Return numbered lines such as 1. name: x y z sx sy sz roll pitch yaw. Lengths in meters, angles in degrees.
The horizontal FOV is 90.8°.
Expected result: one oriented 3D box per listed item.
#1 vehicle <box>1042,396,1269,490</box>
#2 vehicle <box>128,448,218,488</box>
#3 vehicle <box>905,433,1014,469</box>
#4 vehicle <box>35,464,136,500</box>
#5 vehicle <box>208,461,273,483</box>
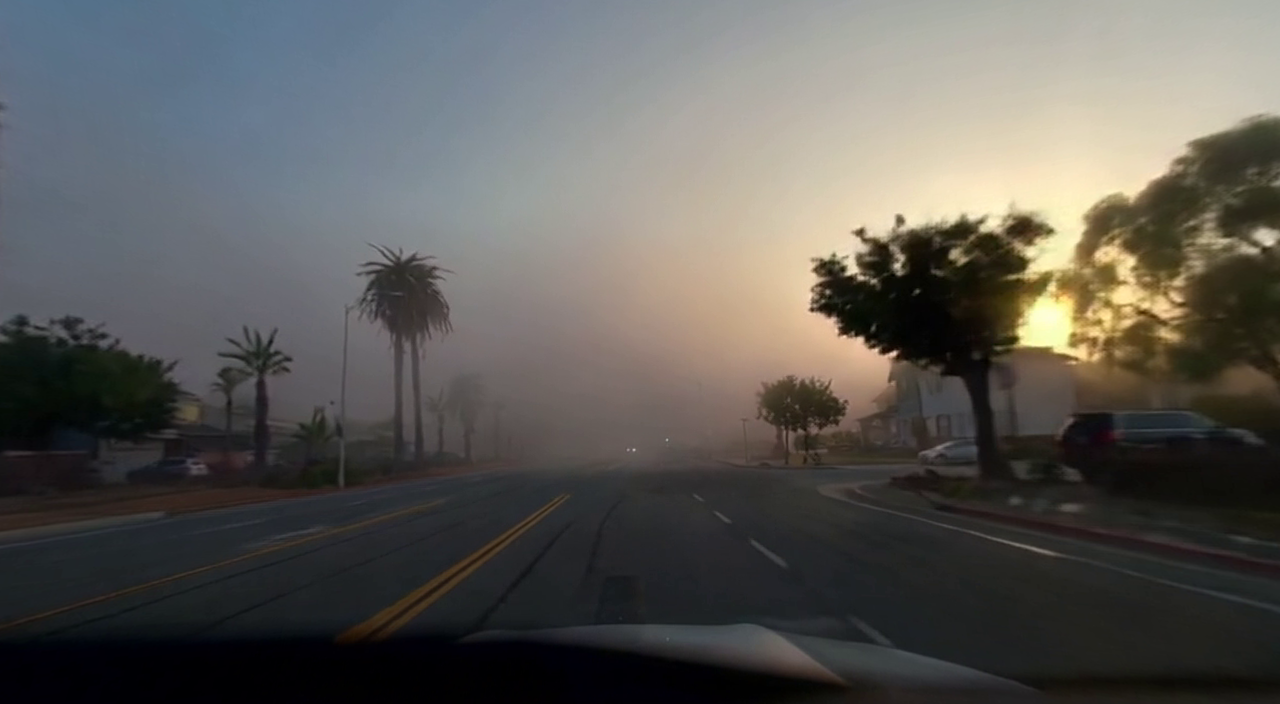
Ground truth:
1. vehicle: 12.771 2.261 15.682 4.963 2.031 2.132 4 -9 -23
2. vehicle: -26.356 6.466 35.640 4.714 1.999 2.272 -5 -8 30
3. vehicle: 16.214 5.026 32.235 4.296 1.701 2.255 0 -8 -1
4. vehicle: -26.083 6.044 29.706 4.452 1.466 1.910 -4 -10 27
5. vehicle: -30.628 9.146 48.432 4.858 1.473 2.034 -5 -9 29
